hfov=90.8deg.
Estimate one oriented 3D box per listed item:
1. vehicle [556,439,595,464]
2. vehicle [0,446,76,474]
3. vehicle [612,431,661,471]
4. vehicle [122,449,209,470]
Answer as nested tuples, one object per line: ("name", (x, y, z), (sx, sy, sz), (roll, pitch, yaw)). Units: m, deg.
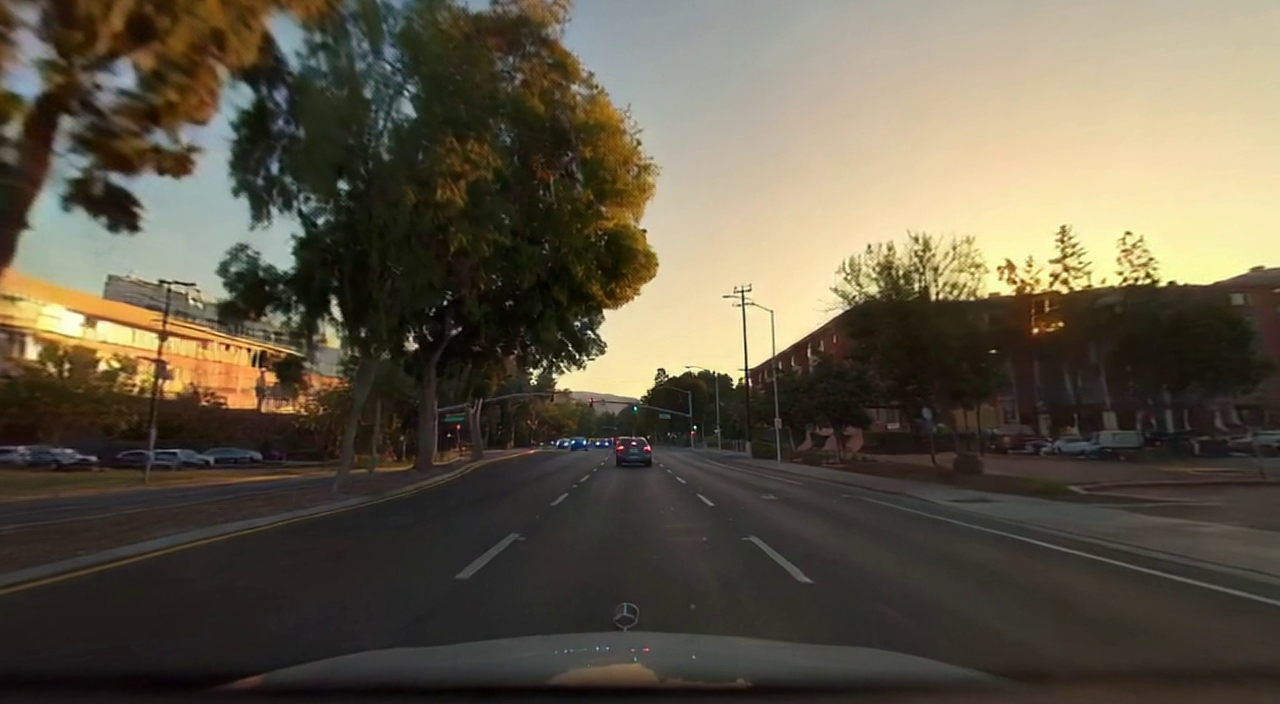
("vehicle", (-4.026, 6.289, 40.115), (2.075, 1.474, 4.367), (0, -8, 0))
("vehicle", (-39.195, 6.991, 41.302), (2.271, 1.687, 4.754), (4, -9, -28))
("vehicle", (-0.207, 4.813, 30.763), (2.188, 1.782, 3.982), (0, -8, -1))
("vehicle", (-34.320, 7.809, 45.797), (4.608, 1.435, 2.076), (0, -8, -1))
